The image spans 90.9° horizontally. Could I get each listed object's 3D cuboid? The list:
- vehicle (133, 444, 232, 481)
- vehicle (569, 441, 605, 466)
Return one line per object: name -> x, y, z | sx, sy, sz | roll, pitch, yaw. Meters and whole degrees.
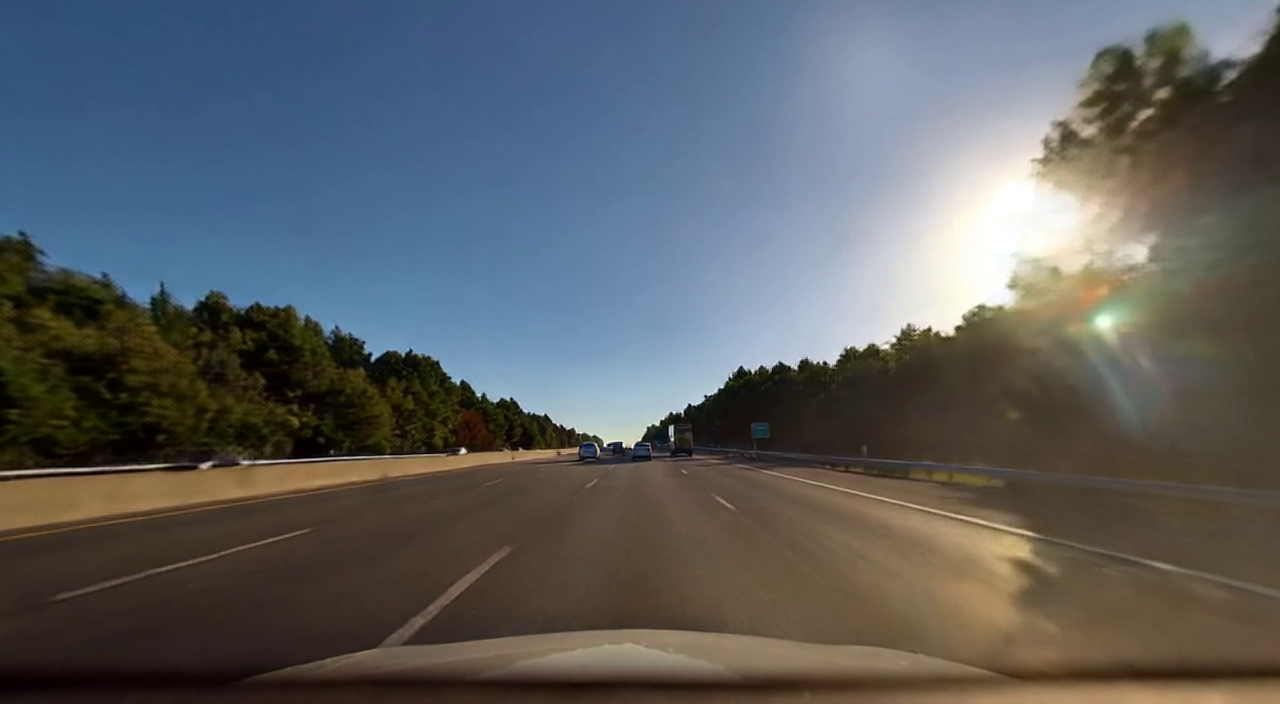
vehicle -> -25.224, 6.092, 35.019 | 2.031, 1.830, 4.640 | 0, -9, 0
vehicle -> -3.483, 6.746, 42.037 | 2.025, 1.571, 3.662 | 0, -9, 1
